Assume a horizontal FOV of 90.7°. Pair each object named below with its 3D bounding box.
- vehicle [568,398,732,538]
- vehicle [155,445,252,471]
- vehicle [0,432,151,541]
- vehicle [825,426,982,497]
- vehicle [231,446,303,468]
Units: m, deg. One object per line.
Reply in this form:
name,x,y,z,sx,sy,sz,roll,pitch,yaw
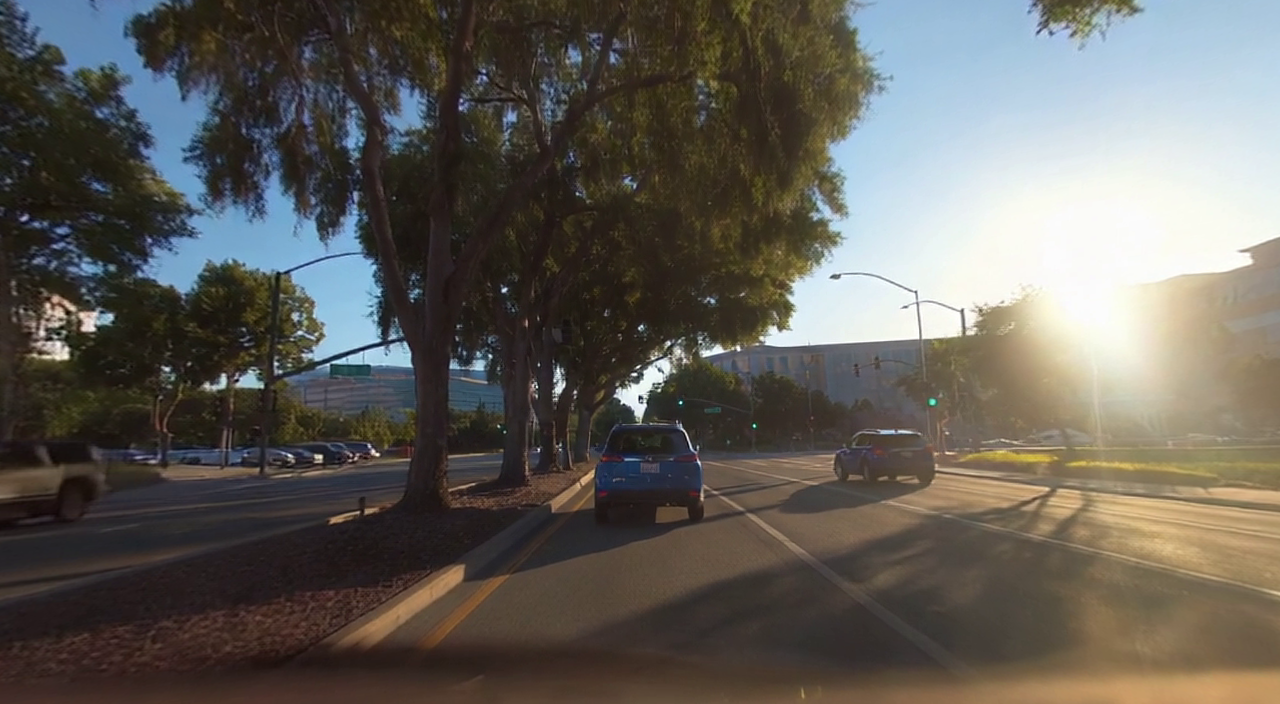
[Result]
vehicle,0.213,1.957,11.205,2.267,1.926,4.708,0,-9,2
vehicle,-30.245,7.329,43.936,5.244,1.715,1.950,0,-9,1
vehicle,-10.843,2.163,10.380,2.209,1.627,4.582,1,-9,-5
vehicle,7.056,2.991,17.612,2.447,1.707,4.396,0,-9,0
vehicle,-27.634,7.755,46.922,4.100,1.567,1.868,0,-9,1
